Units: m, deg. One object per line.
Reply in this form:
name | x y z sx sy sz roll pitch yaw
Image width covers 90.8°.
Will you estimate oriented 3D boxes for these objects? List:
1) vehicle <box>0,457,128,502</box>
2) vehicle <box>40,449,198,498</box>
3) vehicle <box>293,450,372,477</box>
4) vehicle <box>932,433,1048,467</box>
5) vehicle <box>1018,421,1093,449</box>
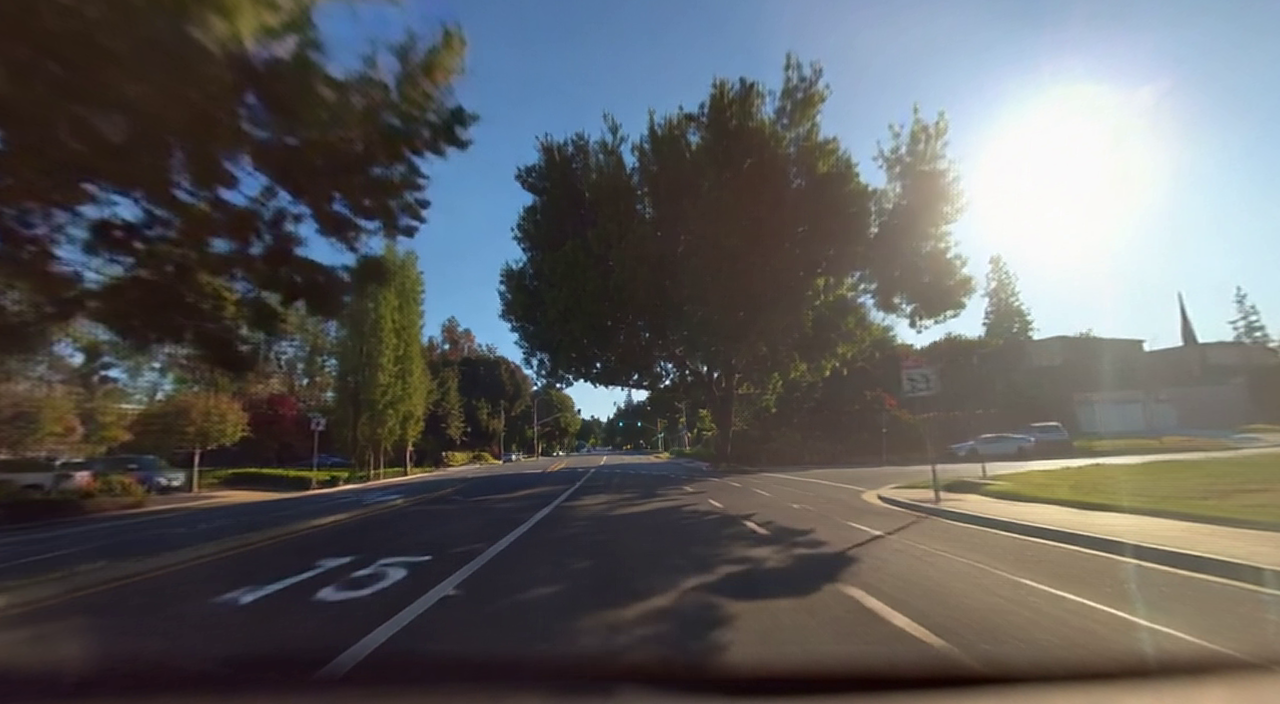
vehicle | -21.295 4.502 22.456 4.495 1.472 1.833 0 -9 0
vehicle | -20.708 4.814 25.267 4.456 1.809 2.113 0 -9 2
vehicle | -20.594 7.452 42.384 4.171 1.728 2.069 0 -9 2
vehicle | 19.195 5.445 34.827 5.172 1.468 1.964 -3 -11 -2
vehicle | 28.265 5.734 43.219 2.049 1.739 4.982 -1 -9 5
